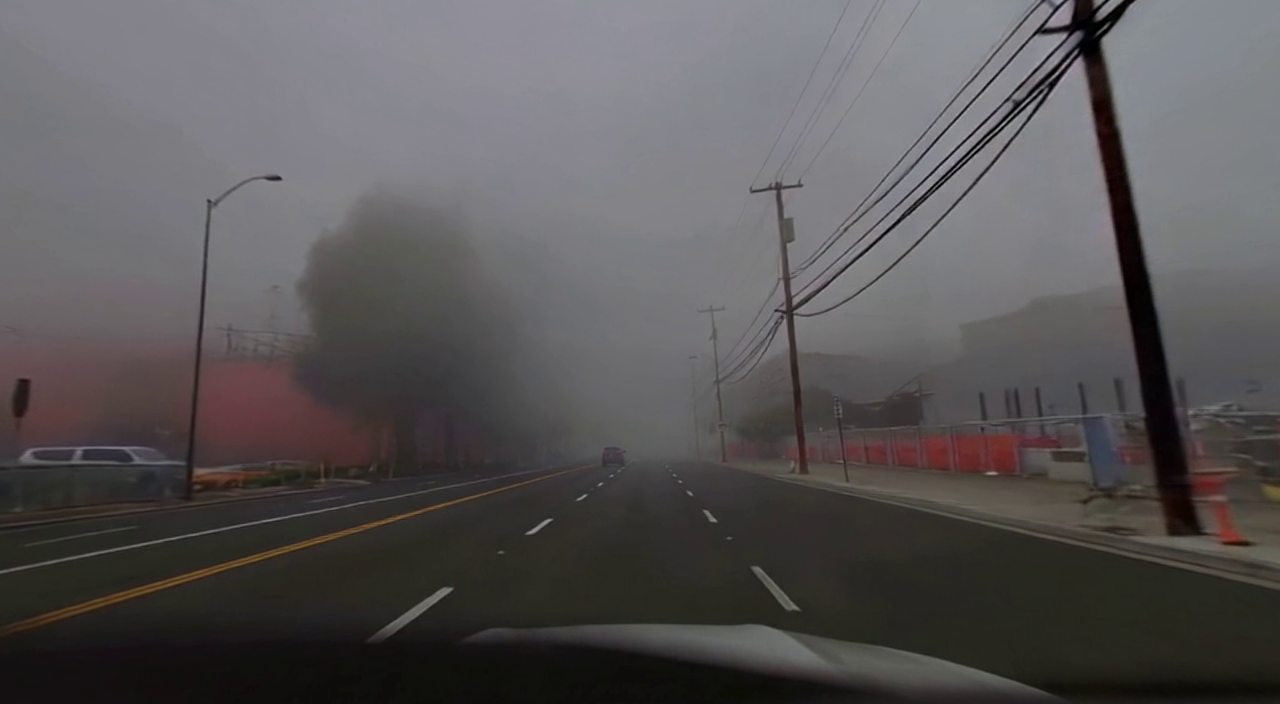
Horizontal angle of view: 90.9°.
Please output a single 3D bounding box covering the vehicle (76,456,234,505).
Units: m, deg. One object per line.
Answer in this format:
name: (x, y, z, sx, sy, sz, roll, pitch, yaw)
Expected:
vehicle: (-17.253, 4.552, 22.806, 1.995, 1.460, 4.802, 0, -8, -1)
